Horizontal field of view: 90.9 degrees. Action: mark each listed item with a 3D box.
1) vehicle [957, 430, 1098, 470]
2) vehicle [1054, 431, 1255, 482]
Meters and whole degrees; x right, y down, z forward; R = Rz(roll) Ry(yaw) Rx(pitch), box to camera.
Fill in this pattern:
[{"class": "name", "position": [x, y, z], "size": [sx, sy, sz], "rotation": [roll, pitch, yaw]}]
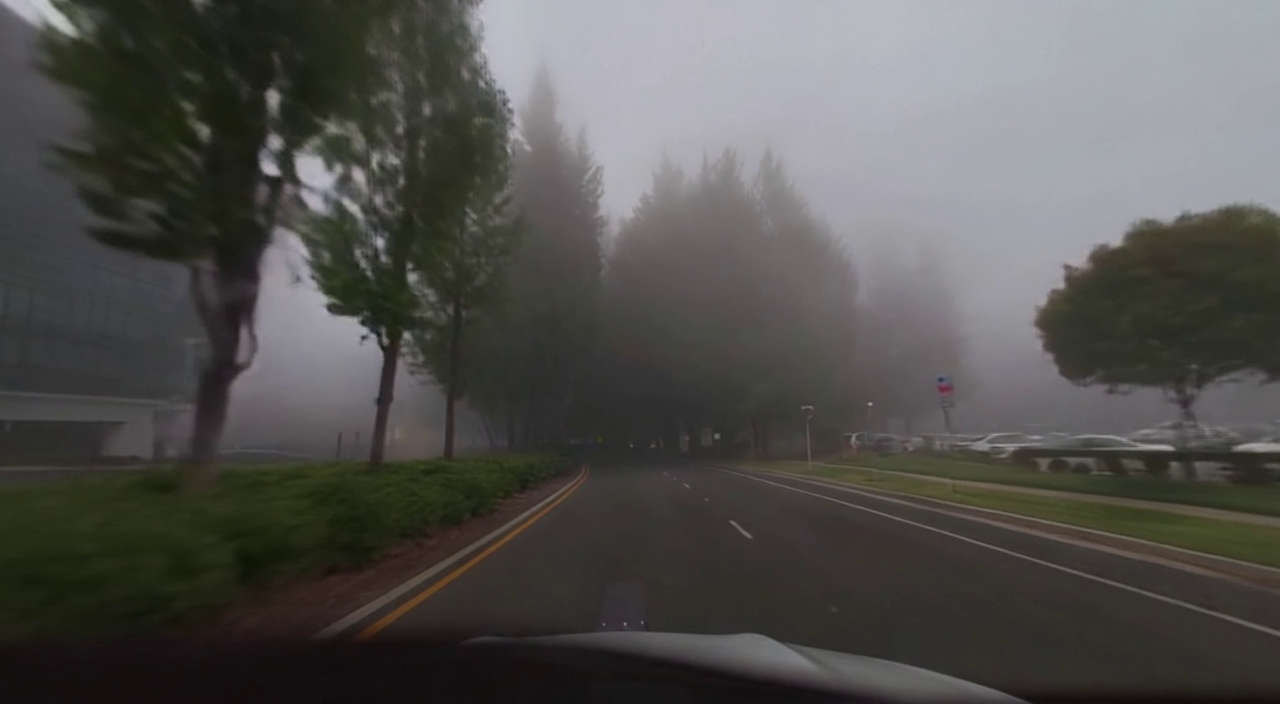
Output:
[{"class": "vehicle", "position": [15.816, 4.009, 25.859], "size": [4.526, 1.517, 1.979], "rotation": [1, -9, -4]}, {"class": "vehicle", "position": [15.396, 3.129, 19.096], "size": [4.120, 1.357, 2.170], "rotation": [-2, -7, 2]}]
